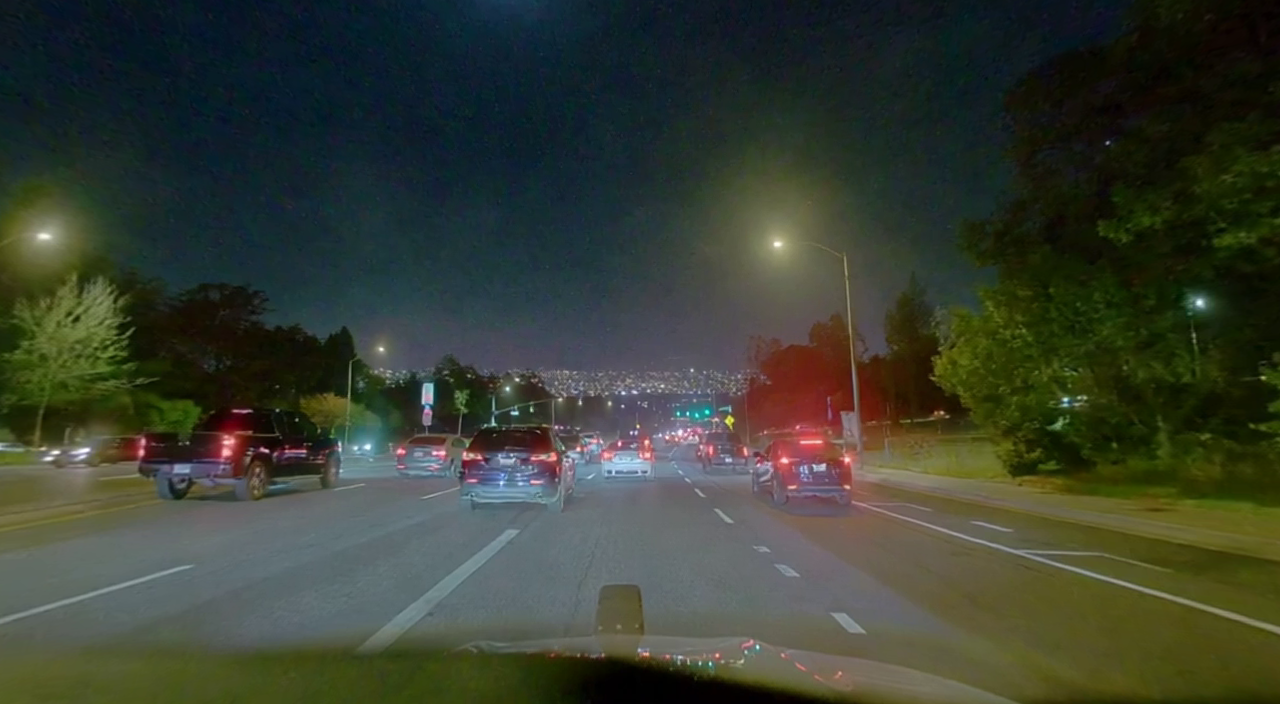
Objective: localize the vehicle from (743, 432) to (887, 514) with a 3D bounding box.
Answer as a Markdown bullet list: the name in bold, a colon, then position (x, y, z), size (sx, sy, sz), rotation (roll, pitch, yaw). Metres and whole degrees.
- **vehicle**: position (3.526, 2.504, 13.615), size (1.884, 1.463, 4.195), rotation (0, -8, 0)

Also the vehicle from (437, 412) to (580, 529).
- **vehicle**: position (-2.333, 2.175, 12.248), size (2.111, 1.745, 5.274), rotation (1, -8, -8)

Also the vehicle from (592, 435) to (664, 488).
- **vehicle**: position (-0.344, 3.410, 20.062), size (2.030, 1.477, 4.330), rotation (0, -8, 0)

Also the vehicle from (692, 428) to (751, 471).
- **vehicle**: position (3.699, 4.510, 29.368), size (2.099, 1.845, 4.363), rotation (0, -8, -1)

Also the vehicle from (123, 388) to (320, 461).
- **vehicle**: position (-27.950, 5.248, 43.845), size (3.181, 4.189, 14.107), rotation (-1, -8, 4)

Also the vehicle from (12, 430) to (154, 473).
- **vehicle**: position (-23.677, 4.259, 27.140), size (2.005, 1.683, 4.409), rotation (0, -8, 1)
